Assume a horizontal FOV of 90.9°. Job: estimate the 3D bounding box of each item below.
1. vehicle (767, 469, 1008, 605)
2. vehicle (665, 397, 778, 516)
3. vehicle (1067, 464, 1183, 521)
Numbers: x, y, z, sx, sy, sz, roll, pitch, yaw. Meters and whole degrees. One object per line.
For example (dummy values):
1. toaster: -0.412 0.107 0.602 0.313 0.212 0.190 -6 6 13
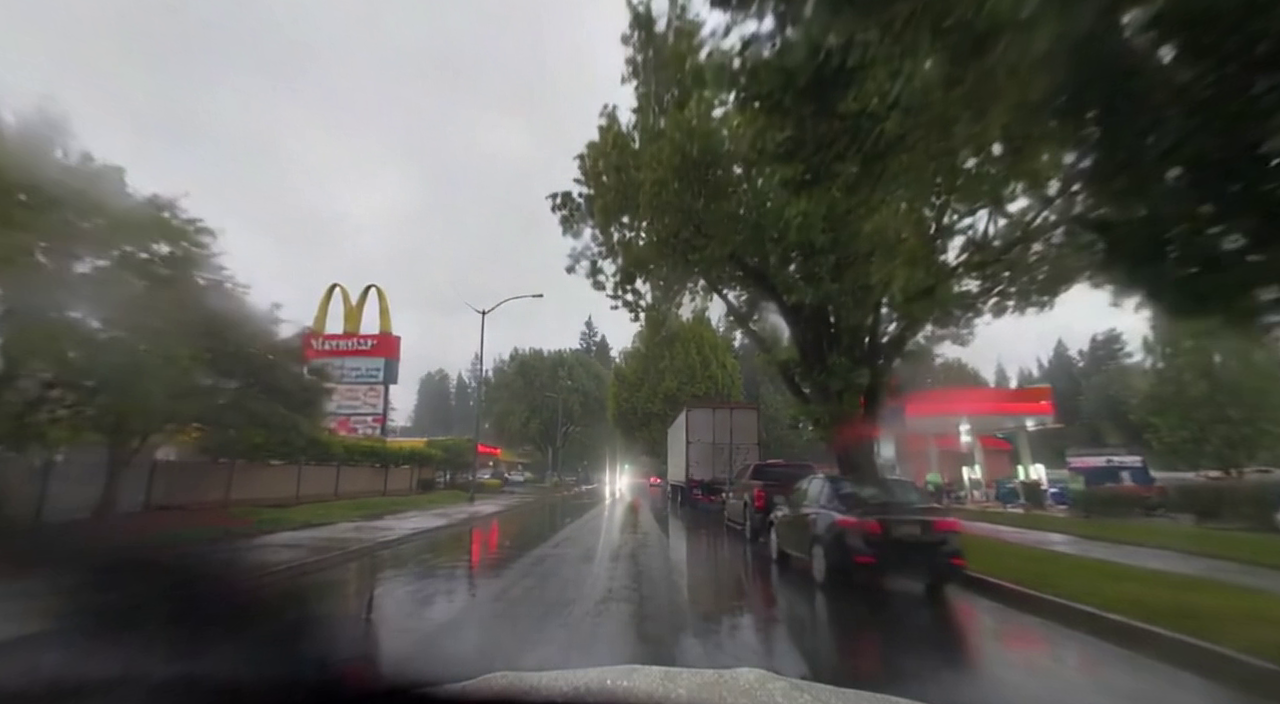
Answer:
1. vehicle: 3.203 2.482 9.147 1.844 1.498 3.898 1 -11 -1
2. vehicle: 3.083 4.947 28.909 2.990 4.098 13.928 1 -11 -1
3. vehicle: 18.836 5.459 24.618 2.436 2.052 2.410 0 -11 2
